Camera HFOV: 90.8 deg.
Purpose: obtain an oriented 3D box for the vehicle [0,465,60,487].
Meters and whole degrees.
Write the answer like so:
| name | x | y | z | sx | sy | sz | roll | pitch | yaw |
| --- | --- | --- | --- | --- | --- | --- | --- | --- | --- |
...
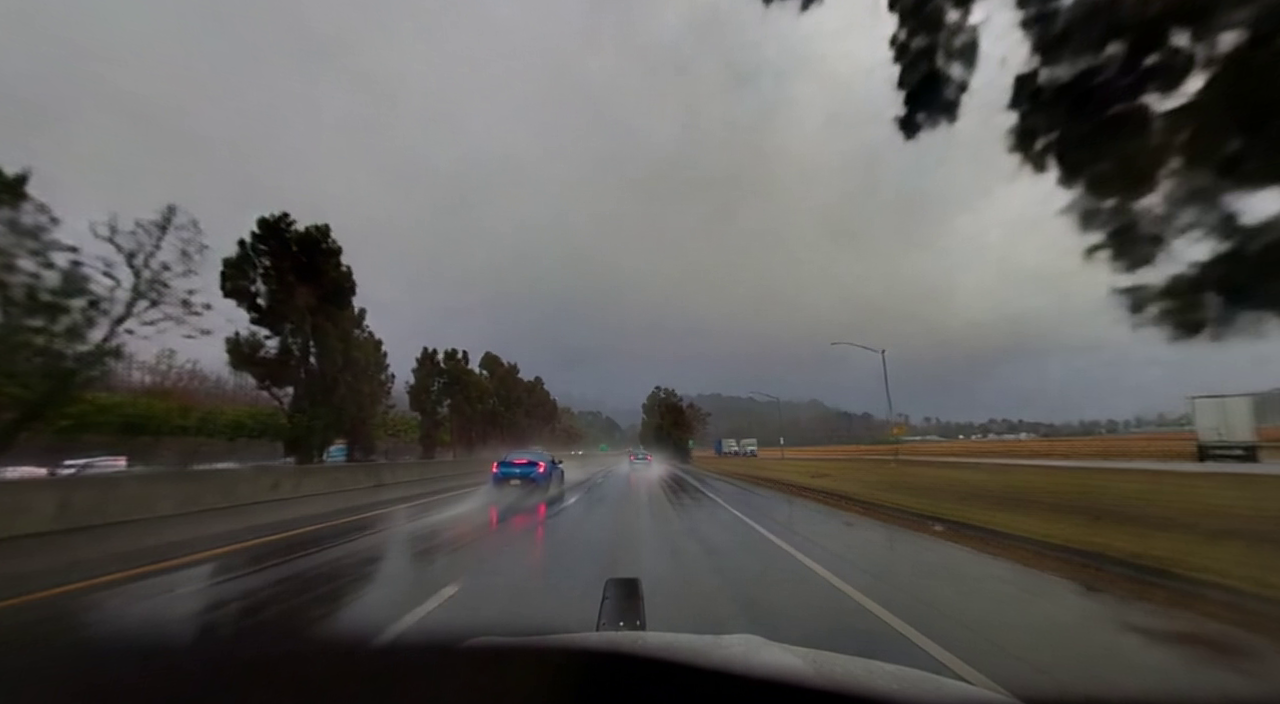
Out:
| name | x | y | z | sx | sy | sz | roll | pitch | yaw |
| --- | --- | --- | --- | --- | --- | --- | --- | --- | --- |
| vehicle | -47.424 | 9.512 | 48.248 | 1.793 | 1.486 | 4.598 | -4 | -9 | 0 |

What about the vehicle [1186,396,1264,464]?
| name | x | y | z | sx | sy | sz | roll | pitch | yaw |
| --- | --- | --- | --- | --- | --- | --- | --- | --- | --- |
| vehicle | 39.395 | 5.377 | 42.234 | 3.039 | 3.917 | 12.688 | -8 | -12 | 44 |

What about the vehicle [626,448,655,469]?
| name | x | y | z | sx | sy | sz | roll | pitch | yaw |
| --- | --- | --- | --- | --- | --- | --- | --- | --- | --- |
| vehicle | 0.043 | 7.880 | 46.848 | 2.079 | 1.450 | 3.942 | 0 | -9 | 0 |

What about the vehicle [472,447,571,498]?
| name | x | y | z | sx | sy | sz | roll | pitch | yaw |
| --- | --- | --- | --- | --- | --- | --- | --- | --- | --- |
| vehicle | -3.672 | 3.825 | 20.491 | 2.170 | 1.451 | 4.584 | 0 | -9 | 2 |
